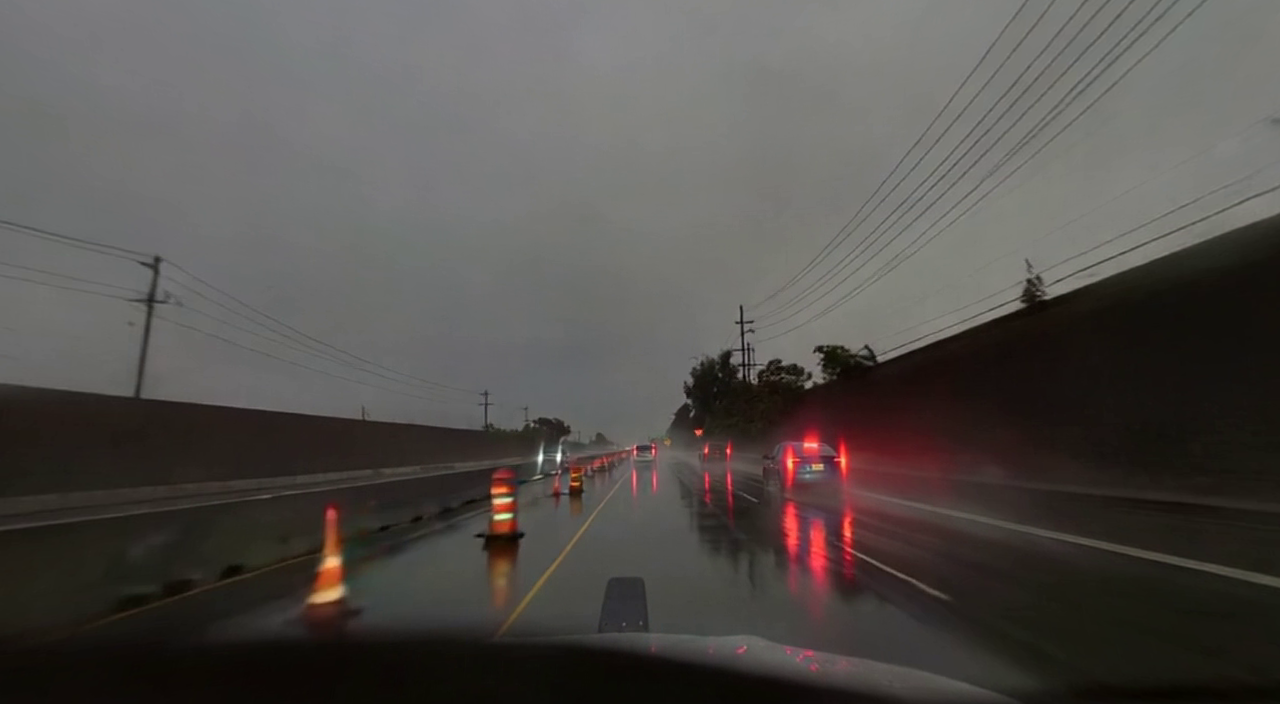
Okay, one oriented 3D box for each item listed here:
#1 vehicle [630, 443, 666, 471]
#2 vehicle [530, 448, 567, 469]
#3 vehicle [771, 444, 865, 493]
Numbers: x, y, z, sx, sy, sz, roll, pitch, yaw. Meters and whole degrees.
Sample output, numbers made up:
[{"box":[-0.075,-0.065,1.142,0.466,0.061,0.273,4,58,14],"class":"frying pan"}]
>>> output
[{"box":[0.484,6.470,39.070,2.096,1.583,4.150,0,-8,1],"class":"vehicle"},{"box":[-6.900,8.043,47.866,1.929,1.470,4.649,-1,-8,2],"class":"vehicle"},{"box":[5.612,3.698,20.435,1.881,1.409,4.016,0,-8,0],"class":"vehicle"}]
